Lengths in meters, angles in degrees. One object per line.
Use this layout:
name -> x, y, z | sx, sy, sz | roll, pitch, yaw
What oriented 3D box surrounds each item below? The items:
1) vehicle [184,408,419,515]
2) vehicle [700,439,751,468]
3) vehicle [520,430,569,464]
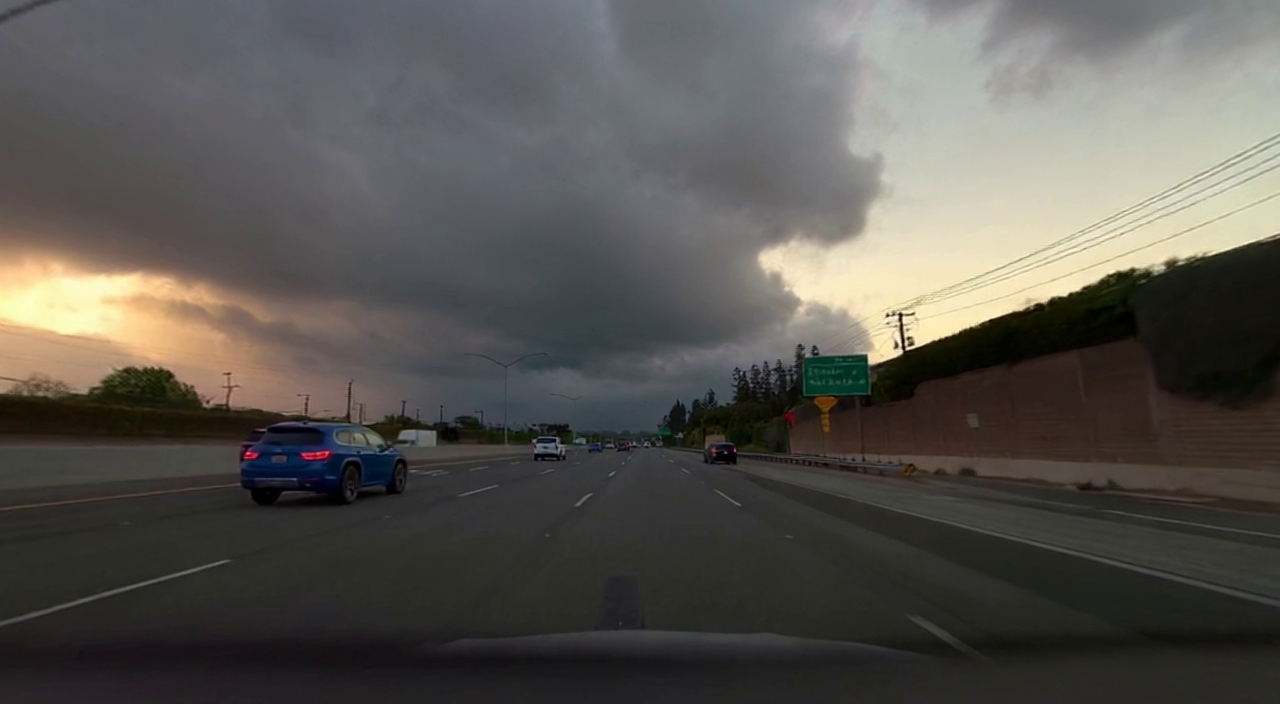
vehicle -> -6.293, 2.118, 12.521 | 2.058, 1.698, 4.567 | 0, -9, 1
vehicle -> 4.717, 5.677, 35.334 | 2.251, 1.520, 4.550 | 0, -9, 0
vehicle -> -5.888, 5.970, 39.559 | 2.255, 1.934, 4.868 | 0, -9, 1
